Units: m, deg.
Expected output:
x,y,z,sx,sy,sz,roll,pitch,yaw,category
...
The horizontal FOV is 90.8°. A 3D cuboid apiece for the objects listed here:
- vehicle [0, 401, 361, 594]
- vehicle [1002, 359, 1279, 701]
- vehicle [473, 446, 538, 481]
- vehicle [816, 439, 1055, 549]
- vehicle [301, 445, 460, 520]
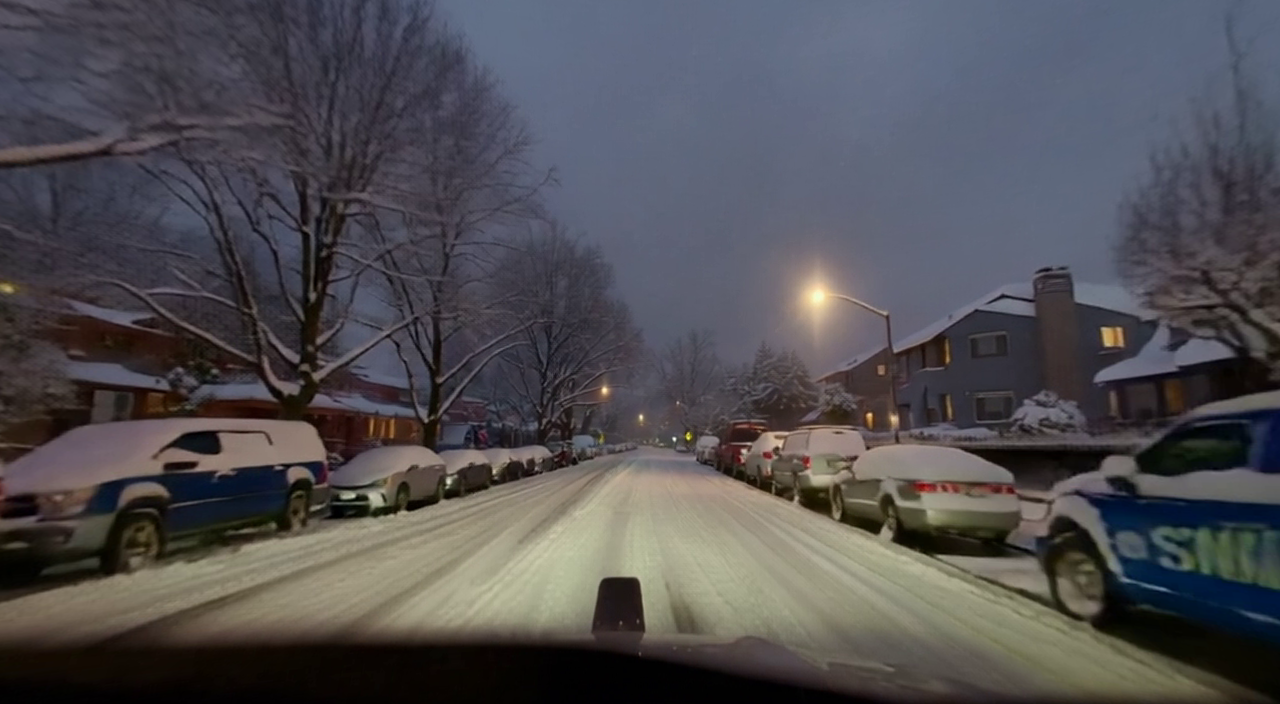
x,y,z,sx,sy,sz,roll,pitch,yaw,category
-6.685,1.948,9.602,2.085,1.997,5.755,-2,-8,2,vehicle
4.429,0.961,3.430,1.985,1.819,5.163,0,-8,2,vehicle
-6.182,5.151,29.637,1.869,1.467,4.921,-1,-8,2,vehicle
4.566,2.224,10.687,1.811,1.439,4.521,0,-8,-1,vehicle
-6.265,3.157,15.978,1.840,1.476,4.739,-2,-8,3,vehicle
